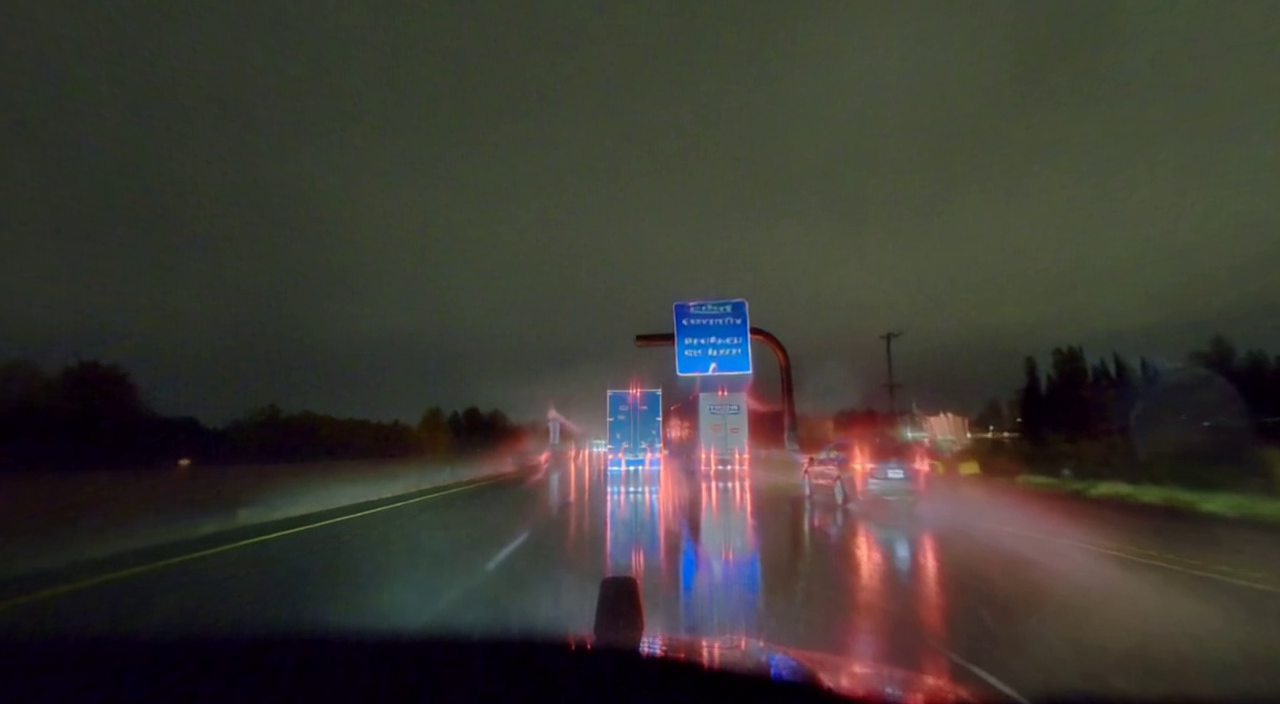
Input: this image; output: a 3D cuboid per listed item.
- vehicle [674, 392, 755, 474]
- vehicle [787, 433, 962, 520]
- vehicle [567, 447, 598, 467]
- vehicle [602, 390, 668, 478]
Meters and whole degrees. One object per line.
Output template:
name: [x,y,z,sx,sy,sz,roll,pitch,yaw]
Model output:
vehicle: [4.198,5.236,39.546,3.044,4.128,14.482,0,-9,-1]
vehicle: [4.735,2.594,13.681,2.086,1.530,4.808,-1,-9,2]
vehicle: [-4.432,8.129,48.992,2.067,1.452,4.085,0,-9,0]
vehicle: [-0.244,4.292,32.342,2.864,3.805,9.709,0,-9,0]
